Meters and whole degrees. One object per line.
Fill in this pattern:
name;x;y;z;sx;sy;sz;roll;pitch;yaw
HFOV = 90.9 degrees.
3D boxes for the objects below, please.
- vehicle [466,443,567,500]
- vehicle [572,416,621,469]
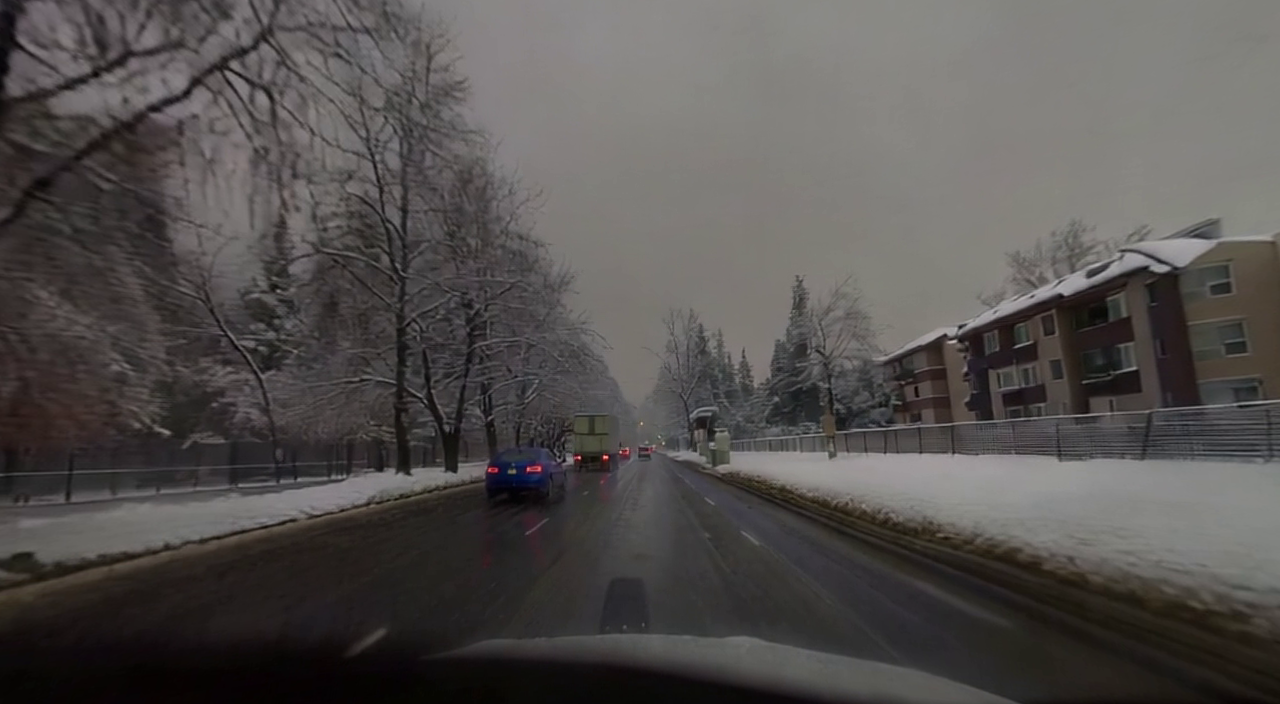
vehicle;-3.474;3.459;18.643;2.005;1.462;4.345;0;-9;2
vehicle;-2.901;6.376;44.263;2.746;3.276;8.572;0;-9;1
